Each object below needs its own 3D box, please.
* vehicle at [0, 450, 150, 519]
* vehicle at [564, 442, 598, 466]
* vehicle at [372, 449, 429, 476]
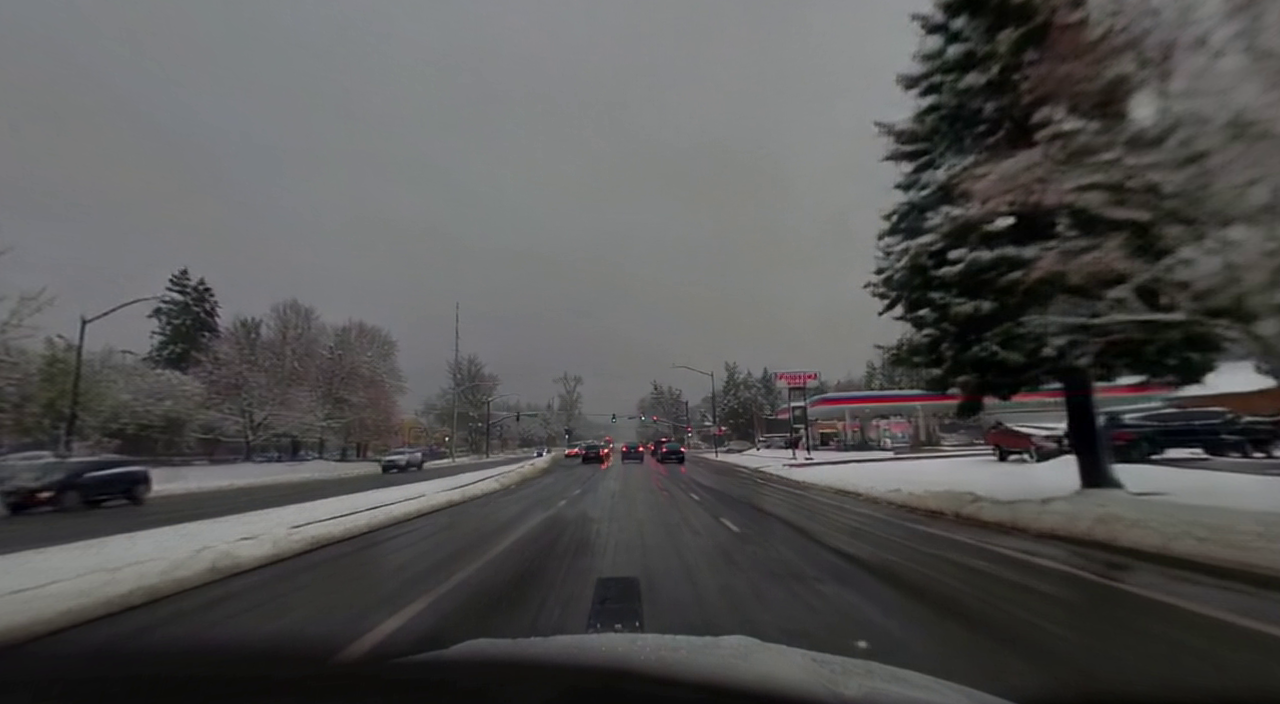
[{"bbox_3d":[-18.033,4.000,19.390,2.129,1.797,4.866,-4,-8,0],"label":"vehicle"},{"bbox_3d":[-4.227,7.388,46.056,2.040,1.661,4.573,0,-8,0],"label":"vehicle"},{"bbox_3d":[-15.096,6.940,40.013,1.939,1.594,4.284,0,-8,0],"label":"vehicle"}]
